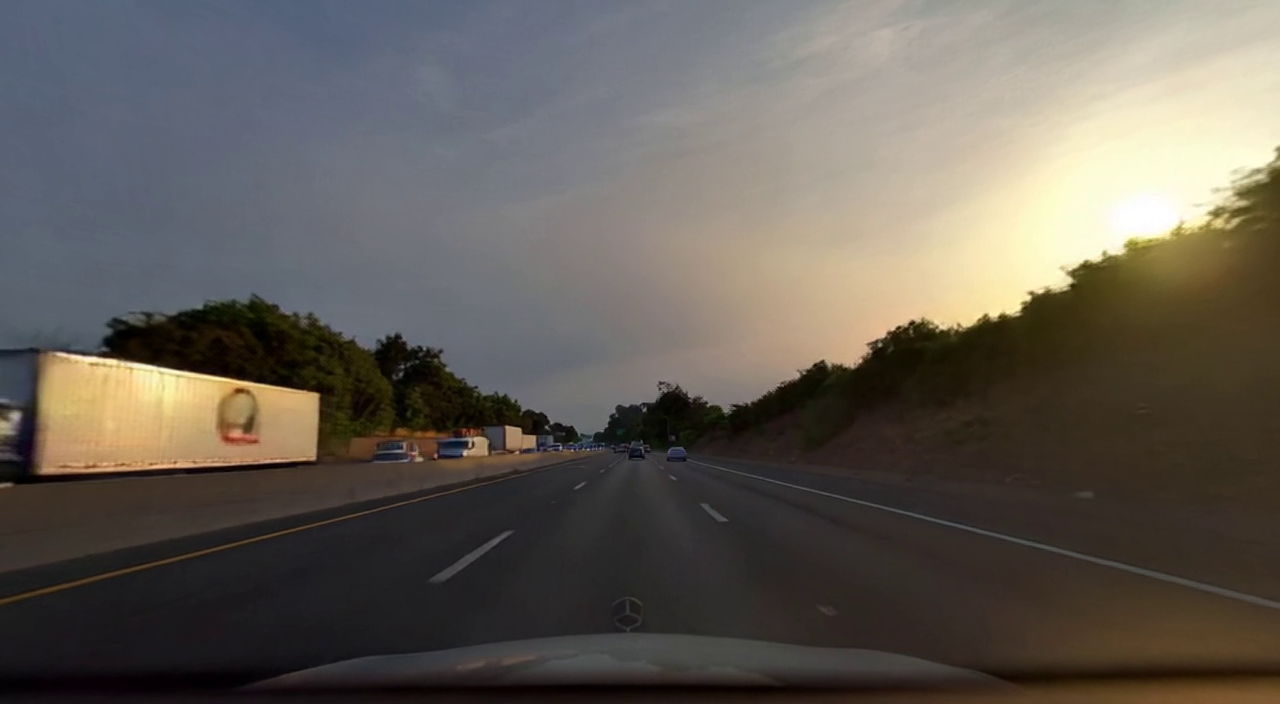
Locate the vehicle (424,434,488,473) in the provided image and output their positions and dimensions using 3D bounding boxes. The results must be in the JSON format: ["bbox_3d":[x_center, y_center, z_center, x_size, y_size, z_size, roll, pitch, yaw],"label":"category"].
[{"bbox_3d":[-11.615,6.459,40.242,2.341,2.308,5.443,0,-9,1],"label":"vehicle"}]

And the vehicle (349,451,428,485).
[{"bbox_3d":[-11.547,5.331,29.275,1.945,1.439,4.329,0,-9,0],"label":"vehicle"}]

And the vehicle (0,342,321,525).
[{"bbox_3d":[-16.544,3.021,22.215,2.959,4.369,14.440,0,-9,0],"label":"vehicle"}]

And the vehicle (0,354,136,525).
[{"bbox_3d":[-16.598,2.181,15.607,2.996,3.982,5.952,0,-9,1],"label":"vehicle"}]
